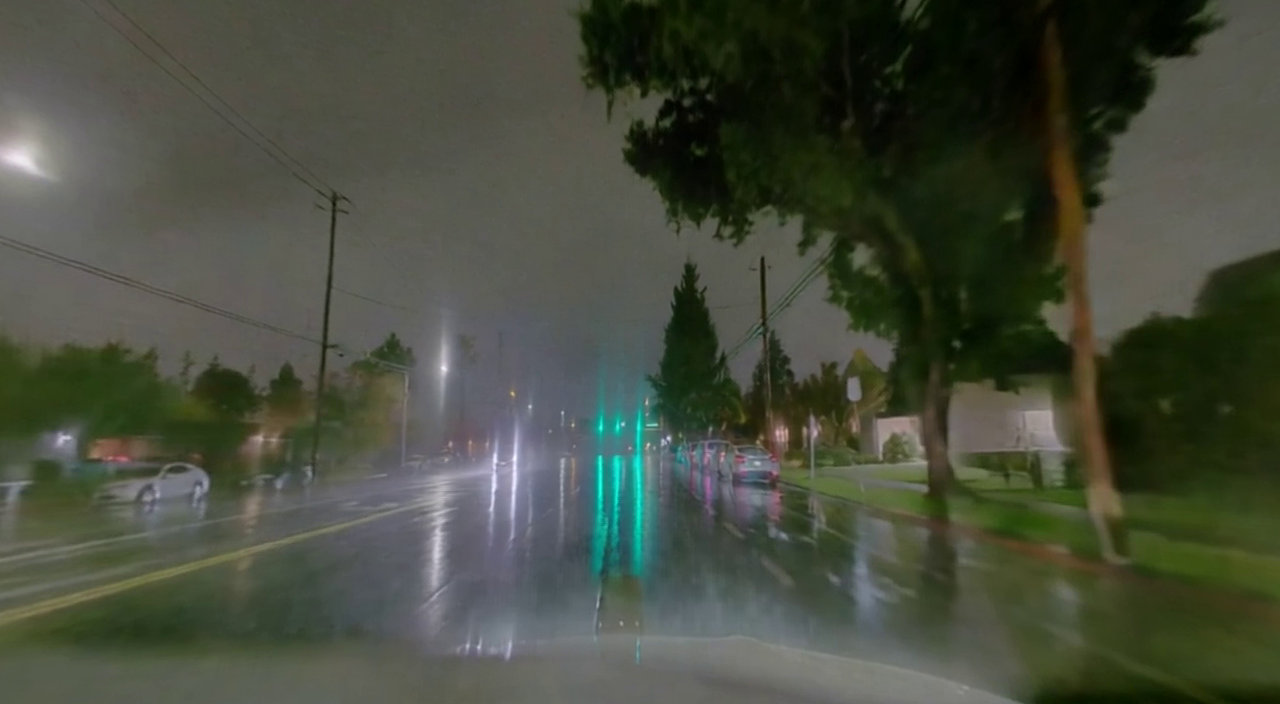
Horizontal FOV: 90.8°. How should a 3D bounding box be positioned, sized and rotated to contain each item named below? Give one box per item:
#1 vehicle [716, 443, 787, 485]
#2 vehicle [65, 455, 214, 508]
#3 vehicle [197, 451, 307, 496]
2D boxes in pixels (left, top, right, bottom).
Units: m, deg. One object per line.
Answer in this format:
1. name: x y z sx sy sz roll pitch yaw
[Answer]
1. vehicle: 4.410 4.505 25.760 1.927 1.523 4.668 0 -9 -1
2. vehicle: -17.793 4.573 22.789 1.896 1.661 4.191 0 -9 0
3. vehicle: -17.838 5.557 29.380 2.105 1.734 4.673 -3 -8 1
